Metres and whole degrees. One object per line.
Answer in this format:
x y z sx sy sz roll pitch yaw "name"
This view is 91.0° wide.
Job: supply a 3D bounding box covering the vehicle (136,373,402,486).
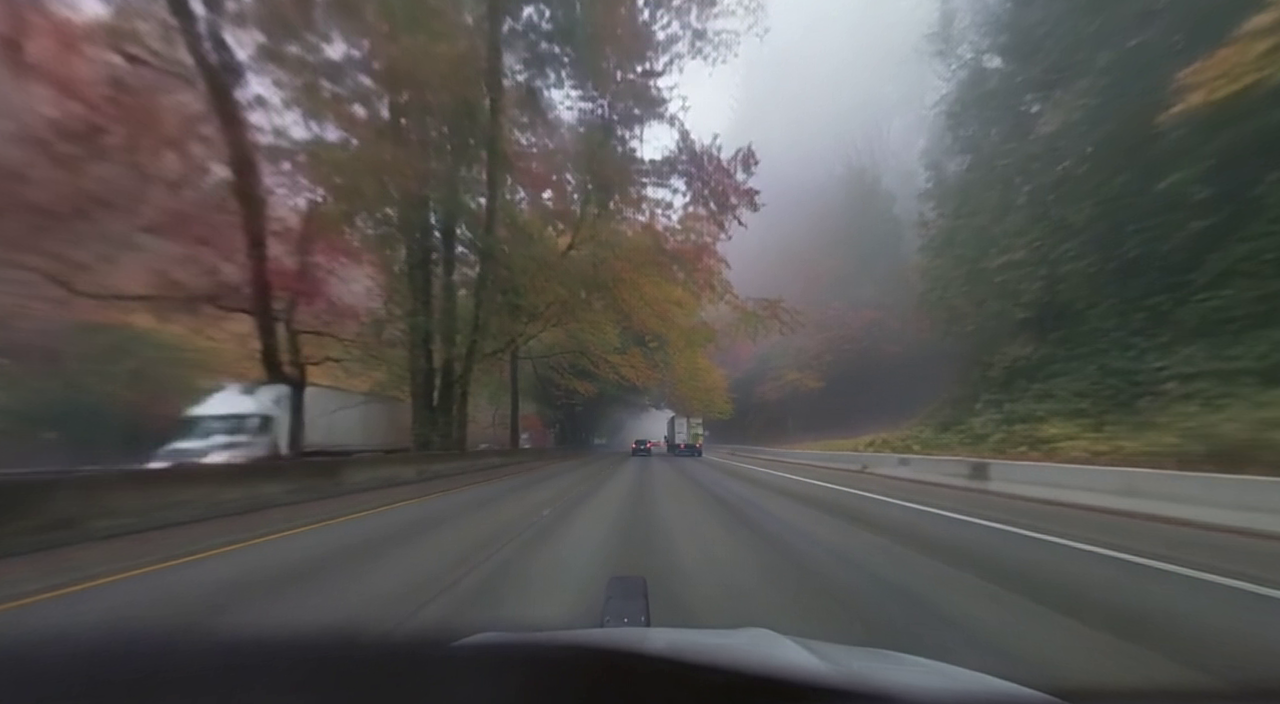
-15.857 3.769 29.574 3.490 3.984 14.592 0 -8 1 "vehicle"
